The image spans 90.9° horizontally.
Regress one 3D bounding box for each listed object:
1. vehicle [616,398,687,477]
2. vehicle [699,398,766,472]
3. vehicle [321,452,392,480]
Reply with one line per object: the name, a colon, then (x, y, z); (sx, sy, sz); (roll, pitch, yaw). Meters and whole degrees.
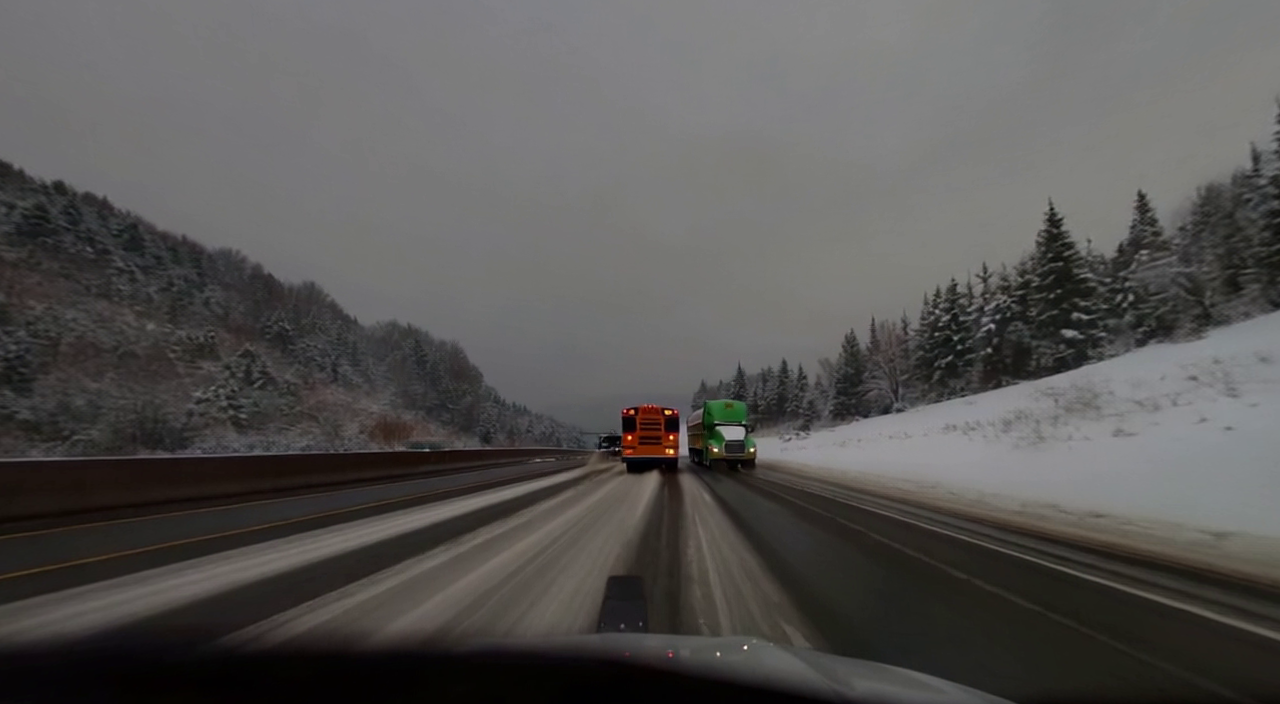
vehicle: (0.710, 4.348, 31.635); (2.948, 3.265, 10.569); (0, -8, 3)
vehicle: (5.012, 4.702, 35.489); (2.716, 3.705, 7.018); (0, -8, 1)
vehicle: (-16.519, 6.656, 37.030); (1.881, 1.485, 4.433); (0, -8, 3)
